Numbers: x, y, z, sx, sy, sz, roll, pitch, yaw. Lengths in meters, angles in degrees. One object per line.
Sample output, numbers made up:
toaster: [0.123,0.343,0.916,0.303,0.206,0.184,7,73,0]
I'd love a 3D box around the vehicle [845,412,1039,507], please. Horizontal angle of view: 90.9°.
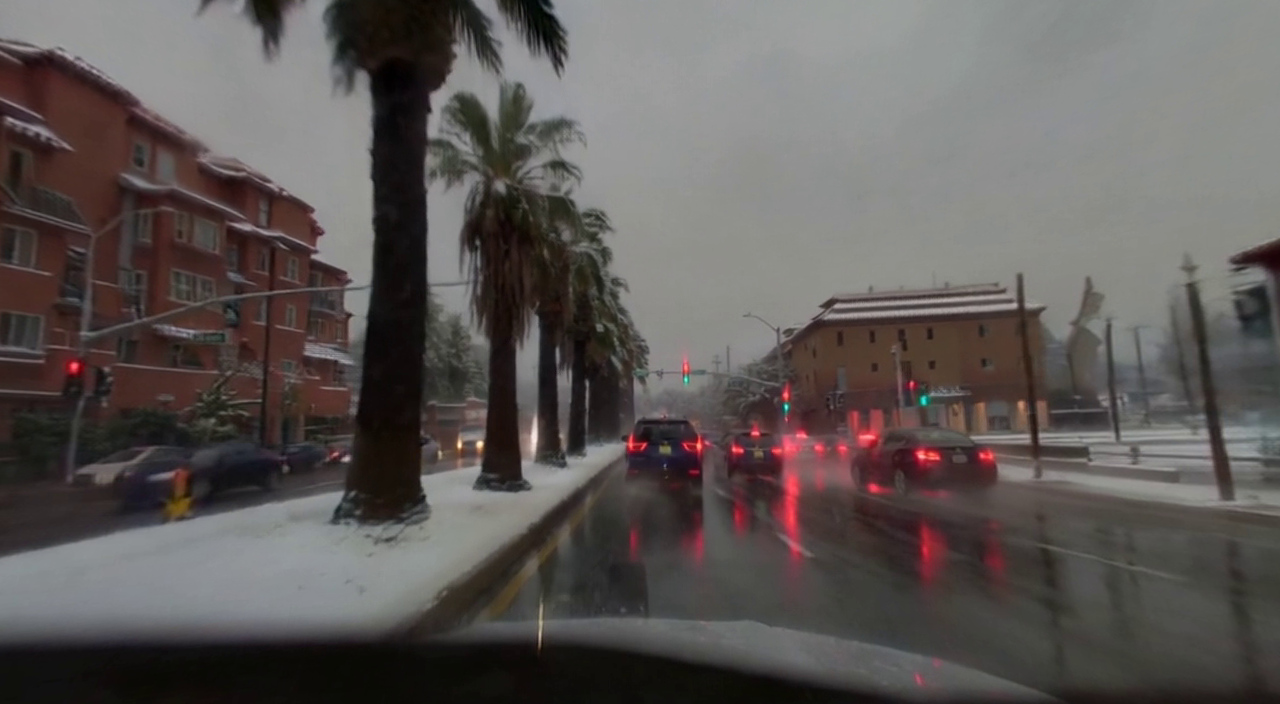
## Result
vehicle: [7.200,2.632,15.927,2.215,1.973,5.323,0,-8,0]

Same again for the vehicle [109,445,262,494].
vehicle: [-15.192,3.906,21.450,1.858,1.465,4.368,0,-8,1]

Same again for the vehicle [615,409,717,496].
vehicle: [0.677,2.850,18.220,2.487,2.115,5.444,0,-8,1]

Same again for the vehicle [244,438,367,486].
vehicle: [-11.489,3.779,22.019,2.011,1.520,3.902,0,-8,2]

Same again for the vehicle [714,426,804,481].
vehicle: [4.057,3.575,22.462,2.283,1.738,4.916,0,-8,0]

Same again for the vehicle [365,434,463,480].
vehicle: [-8.194,3.843,23.314,1.937,1.530,4.107,0,-8,2]
